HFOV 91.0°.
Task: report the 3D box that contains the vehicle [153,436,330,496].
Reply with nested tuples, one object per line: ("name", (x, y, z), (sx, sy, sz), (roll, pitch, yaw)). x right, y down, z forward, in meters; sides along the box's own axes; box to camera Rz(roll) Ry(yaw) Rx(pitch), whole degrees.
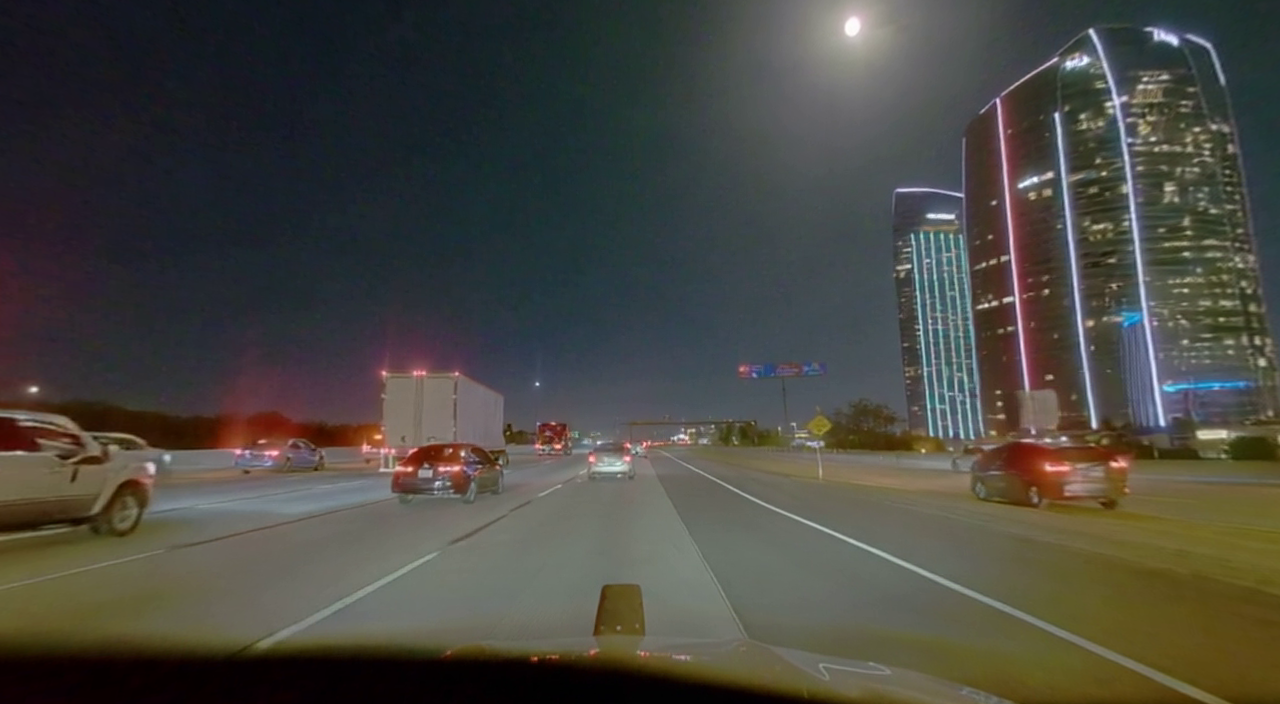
("vehicle", (-11.111, 3.194, 18.101), (1.987, 1.495, 4.710), (0, -8, 0))

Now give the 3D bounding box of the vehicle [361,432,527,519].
("vehicle", (-3.818, 2.482, 13.204), (2.016, 1.497, 4.235), (0, -8, 2))

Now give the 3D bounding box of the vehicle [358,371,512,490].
("vehicle", (-6.668, 2.822, 22.093), (2.955, 3.359, 8.322), (0, -8, -3))

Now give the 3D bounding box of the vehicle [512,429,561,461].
("vehicle", (-6.994, 6.353, 43.040), (2.339, 2.059, 5.359), (0, -8, 1))

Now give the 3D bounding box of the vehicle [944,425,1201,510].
("vehicle", (11.694, 3.139, 17.744), (2.415, 1.972, 5.572), (2, -9, -15))

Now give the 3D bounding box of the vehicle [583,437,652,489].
("vehicle", (-0.641, 3.492, 20.150), (1.991, 1.488, 3.922), (0, -8, 0))

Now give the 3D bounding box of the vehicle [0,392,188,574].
("vehicle", (-7.563, 1.343, 6.489), (2.190, 1.821, 4.800), (0, -8, 0))
